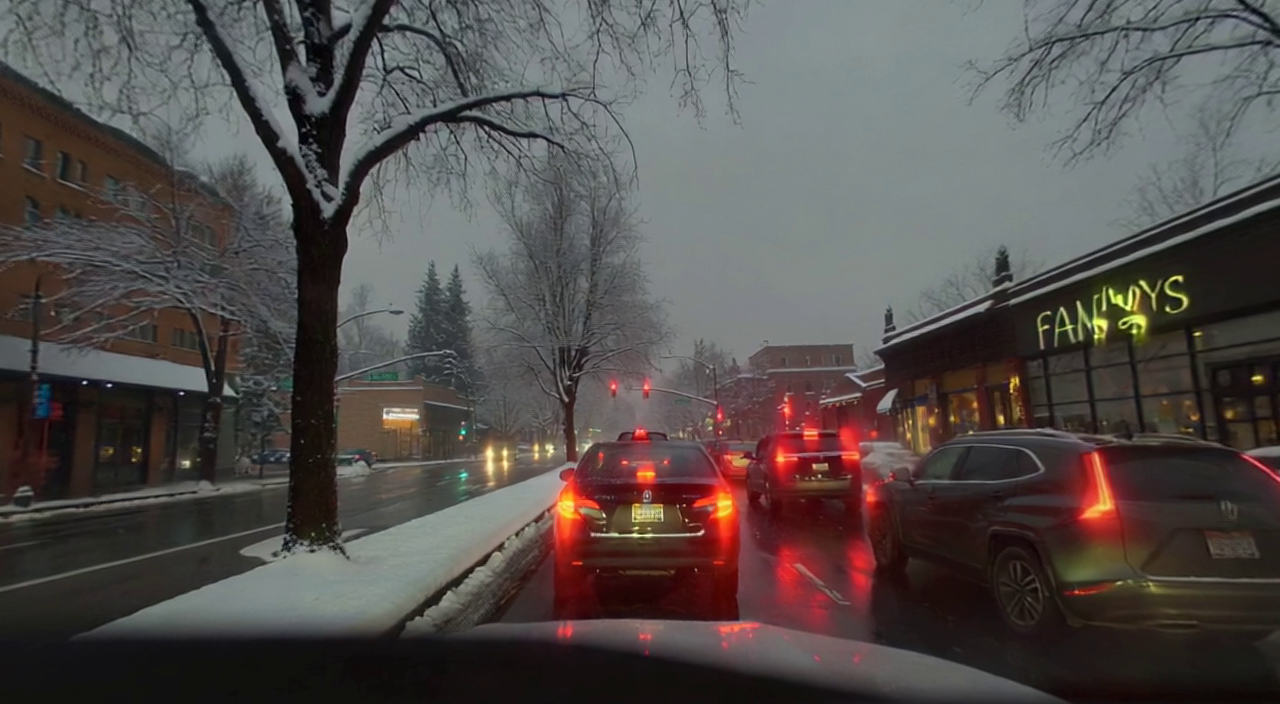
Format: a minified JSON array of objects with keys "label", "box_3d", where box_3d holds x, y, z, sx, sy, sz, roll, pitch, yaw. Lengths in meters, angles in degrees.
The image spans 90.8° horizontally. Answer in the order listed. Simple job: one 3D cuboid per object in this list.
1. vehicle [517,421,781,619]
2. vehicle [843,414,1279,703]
[{"label":"vehicle","box_3d":[0.057,1.550,6.666,2.006,1.487,3.535,0,-9,0]},{"label":"vehicle","box_3d":[3.399,1.379,5.389,1.988,1.480,4.195,0,-9,1]}]
